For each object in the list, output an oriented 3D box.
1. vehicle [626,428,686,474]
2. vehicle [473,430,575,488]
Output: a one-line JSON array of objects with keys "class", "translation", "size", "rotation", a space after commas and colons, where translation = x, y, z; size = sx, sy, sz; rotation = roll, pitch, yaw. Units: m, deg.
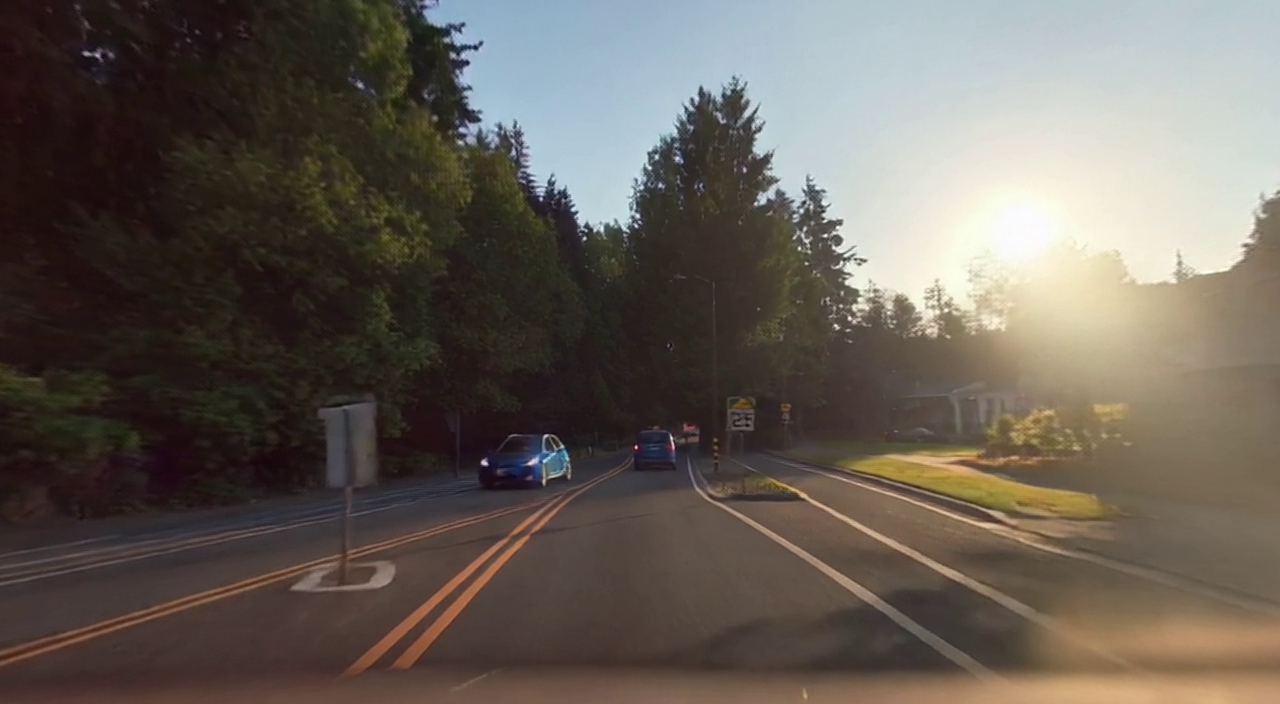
[{"class": "vehicle", "translation": [0.740, 4.020, 25.789], "size": [2.216, 1.708, 4.110], "rotation": [-1, -8, 4]}, {"class": "vehicle", "translation": [-3.612, 3.434, 20.605], "size": [2.087, 1.677, 4.467], "rotation": [-1, -8, 6]}]
